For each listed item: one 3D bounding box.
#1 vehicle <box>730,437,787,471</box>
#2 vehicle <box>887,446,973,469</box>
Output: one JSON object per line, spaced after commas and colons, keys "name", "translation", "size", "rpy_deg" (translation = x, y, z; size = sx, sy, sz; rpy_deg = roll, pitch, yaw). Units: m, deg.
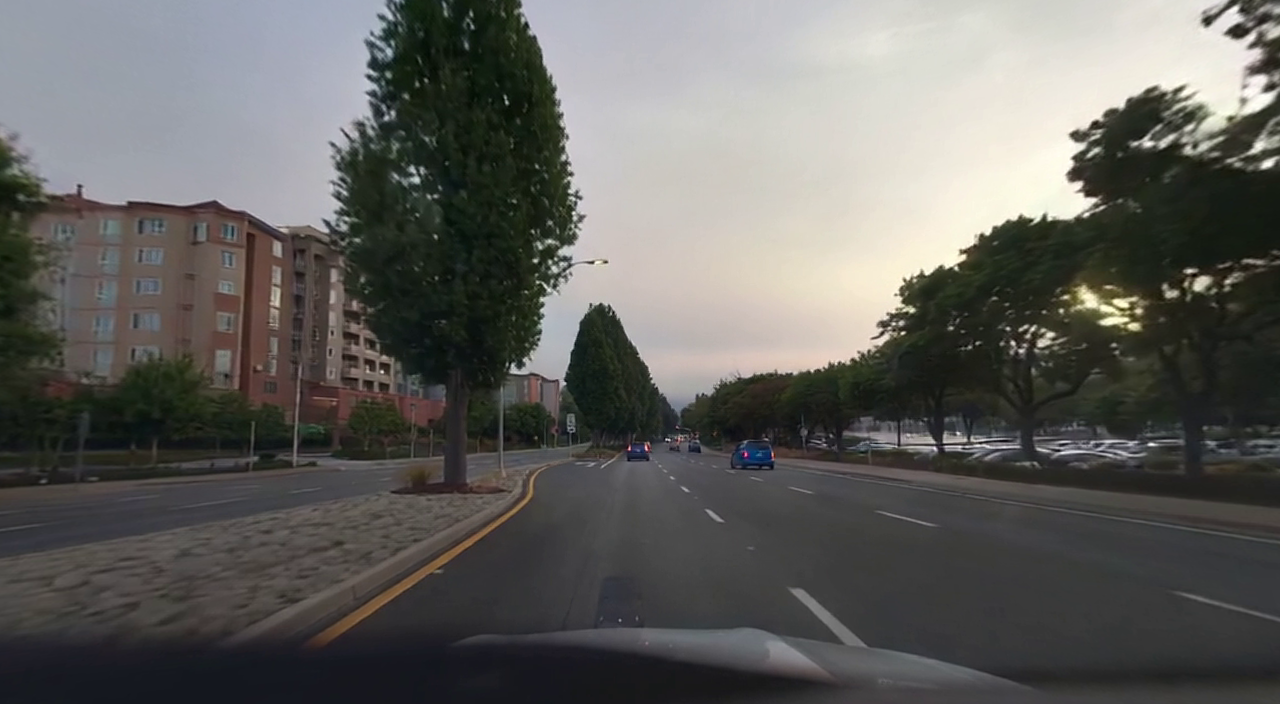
{"name": "vehicle", "translation": [6.556, 5.713, 35.422], "size": [2.136, 1.799, 4.796], "rpy_deg": [0, -9, -2]}
{"name": "vehicle", "translation": [19.069, 6.951, 41.536], "size": [4.683, 1.462, 1.995], "rpy_deg": [0, -9, 0]}
